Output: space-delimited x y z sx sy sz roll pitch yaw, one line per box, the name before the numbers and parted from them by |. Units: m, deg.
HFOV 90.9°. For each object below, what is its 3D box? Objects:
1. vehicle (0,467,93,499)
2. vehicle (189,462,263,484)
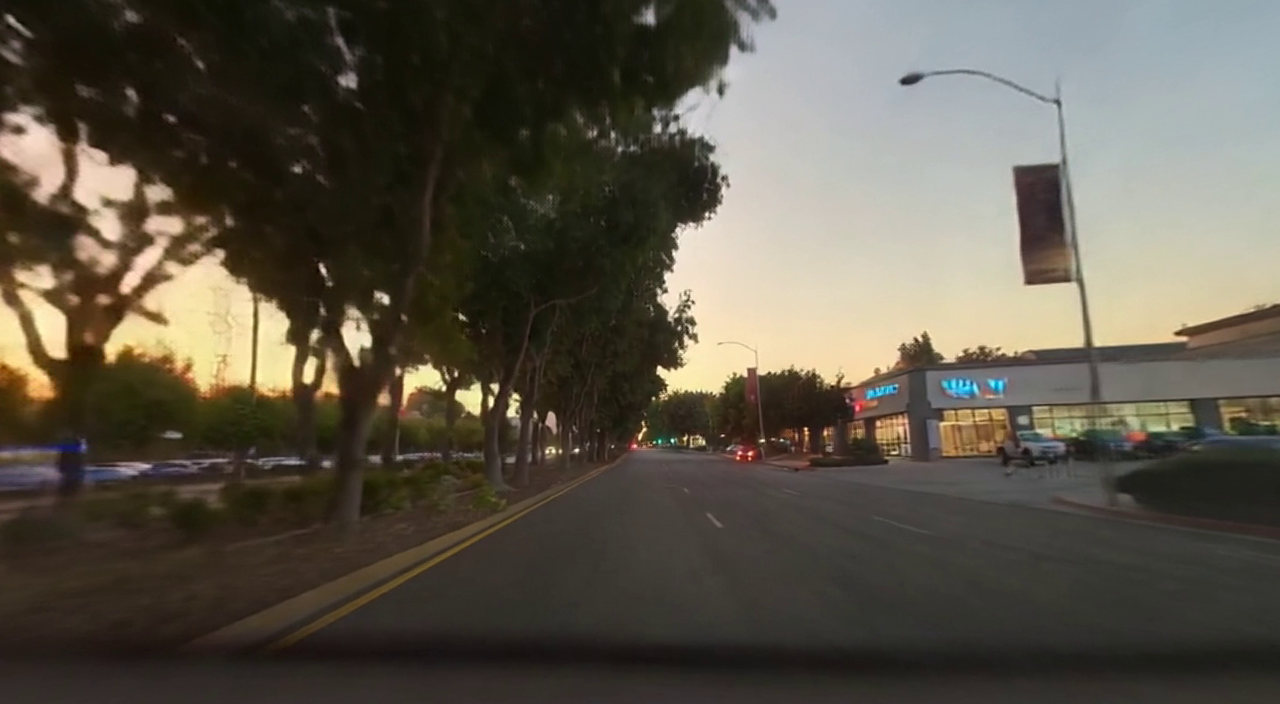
vehicle | -31.608 6.750 32.546 4.622 1.466 1.842 4 -10 -27
vehicle | -31.161 9.094 47.582 4.320 1.463 1.827 4 -9 -25
